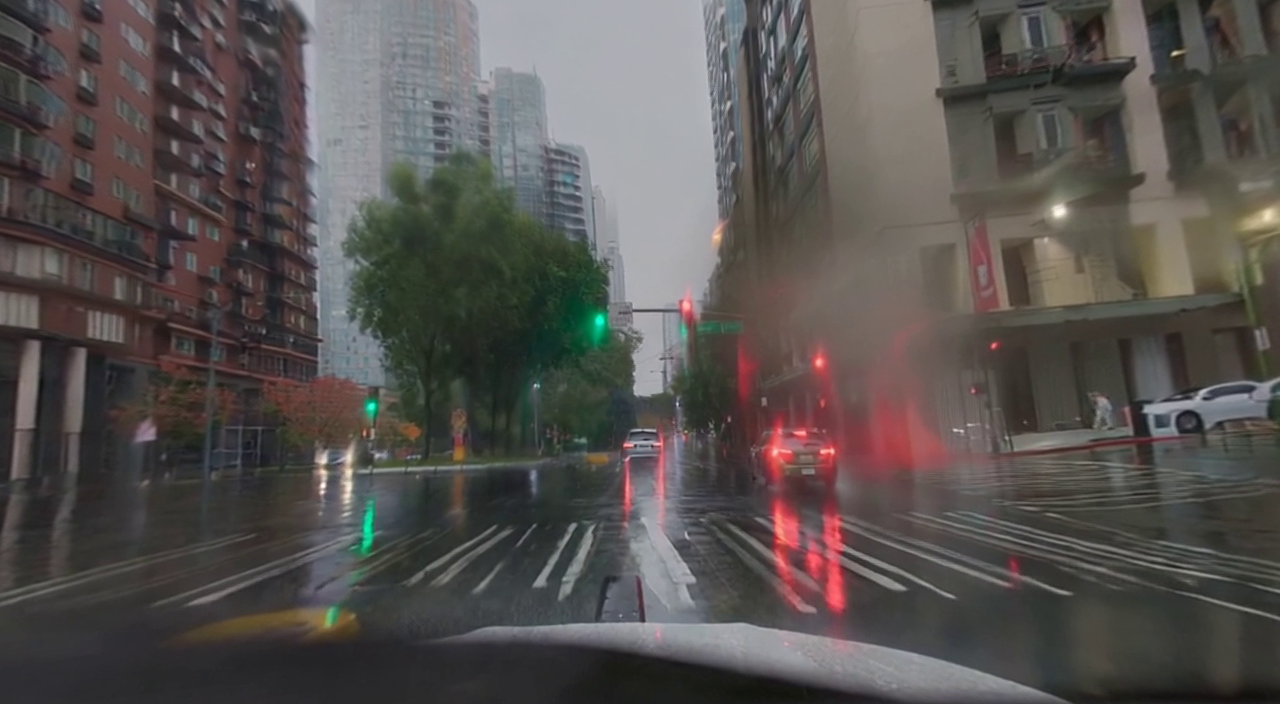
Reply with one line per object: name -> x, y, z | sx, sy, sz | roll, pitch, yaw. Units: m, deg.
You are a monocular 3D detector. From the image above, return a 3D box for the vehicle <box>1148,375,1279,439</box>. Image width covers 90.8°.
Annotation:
vehicle -> 20.239, 1.729, 20.627 | 5.146, 1.699, 2.269 | -5, -10, 0

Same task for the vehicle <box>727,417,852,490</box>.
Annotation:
vehicle -> 3.495, 2.497, 15.761 | 1.987, 1.538, 4.510 | 0, -9, 0

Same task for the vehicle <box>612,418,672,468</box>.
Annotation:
vehicle -> 0.113, 3.612, 25.015 | 2.168, 1.776, 4.135 | 0, -9, 1

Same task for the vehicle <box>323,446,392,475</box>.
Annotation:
vehicle -> -17.165, 6.594, 38.674 | 2.011, 1.630, 4.541 | 0, -9, 1
